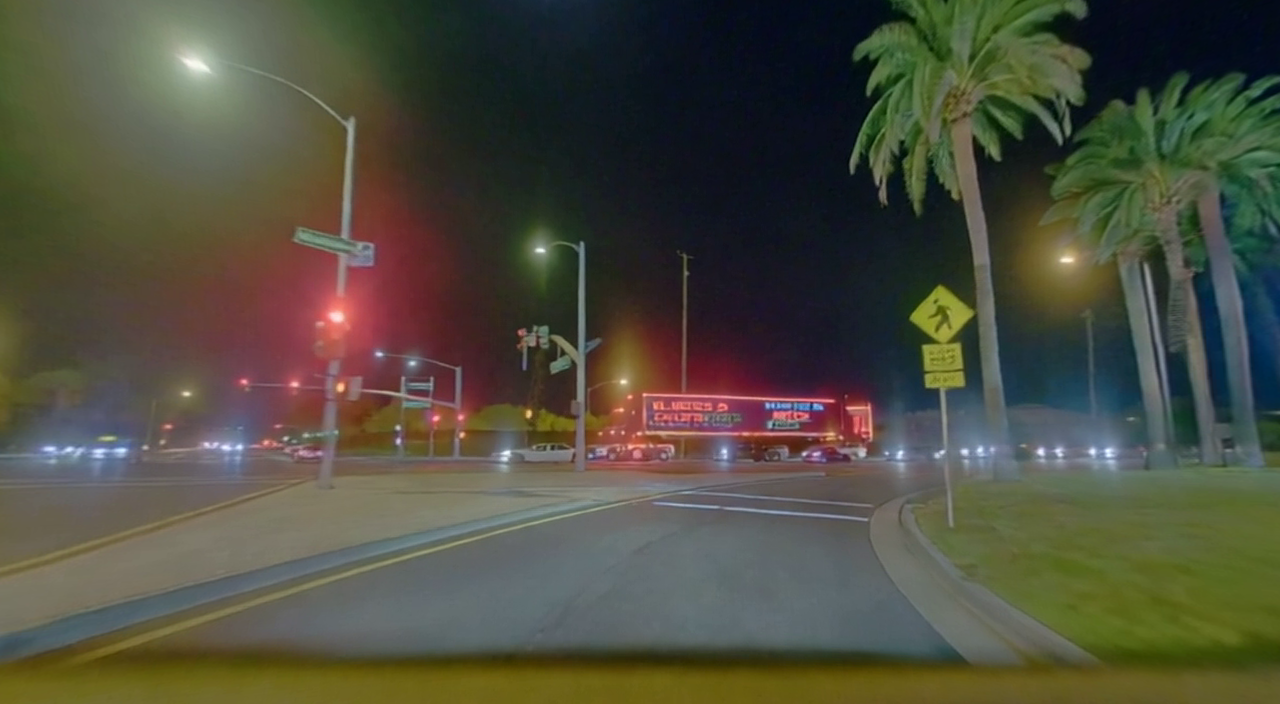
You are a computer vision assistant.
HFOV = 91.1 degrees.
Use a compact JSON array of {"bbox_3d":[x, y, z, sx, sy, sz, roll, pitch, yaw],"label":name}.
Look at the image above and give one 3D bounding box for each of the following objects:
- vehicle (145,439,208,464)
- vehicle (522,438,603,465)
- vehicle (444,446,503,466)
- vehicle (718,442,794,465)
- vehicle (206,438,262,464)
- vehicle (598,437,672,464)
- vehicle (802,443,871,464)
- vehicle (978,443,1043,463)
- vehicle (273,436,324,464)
[{"bbox_3d":[-29.502,6.345,40.075,1.900,1.462,4.225,3,-9,-18],"label":"vehicle"},{"bbox_3d":[-4.779,6.158,38.614,4.648,1.501,1.862,4,-10,-17],"label":"vehicle"},{"bbox_3d":[-13.246,8.252,49.770,4.389,1.502,1.794,3,-9,-17],"label":"vehicle"},{"bbox_3d":[8.420,7.415,45.772,5.112,1.593,1.865,2,-11,-17],"label":"vehicle"},{"bbox_3d":[-26.519,6.490,41.122,1.977,1.584,3.983,3,-9,-17],"label":"vehicle"},{"bbox_3d":[-0.350,6.747,43.061,4.713,1.664,1.909,2,-10,-18],"label":"vehicle"},{"bbox_3d":[15.031,7.760,48.020,4.774,1.493,1.854,3,-9,-18],"label":"vehicle"},{"bbox_3d":[29.205,7.958,49.486,4.356,1.543,1.844,3,-9,-17],"label":"vehicle"},{"bbox_3d":[-23.105,6.658,42.648,2.114,1.784,4.450,3,-9,-17],"label":"vehicle"}]
